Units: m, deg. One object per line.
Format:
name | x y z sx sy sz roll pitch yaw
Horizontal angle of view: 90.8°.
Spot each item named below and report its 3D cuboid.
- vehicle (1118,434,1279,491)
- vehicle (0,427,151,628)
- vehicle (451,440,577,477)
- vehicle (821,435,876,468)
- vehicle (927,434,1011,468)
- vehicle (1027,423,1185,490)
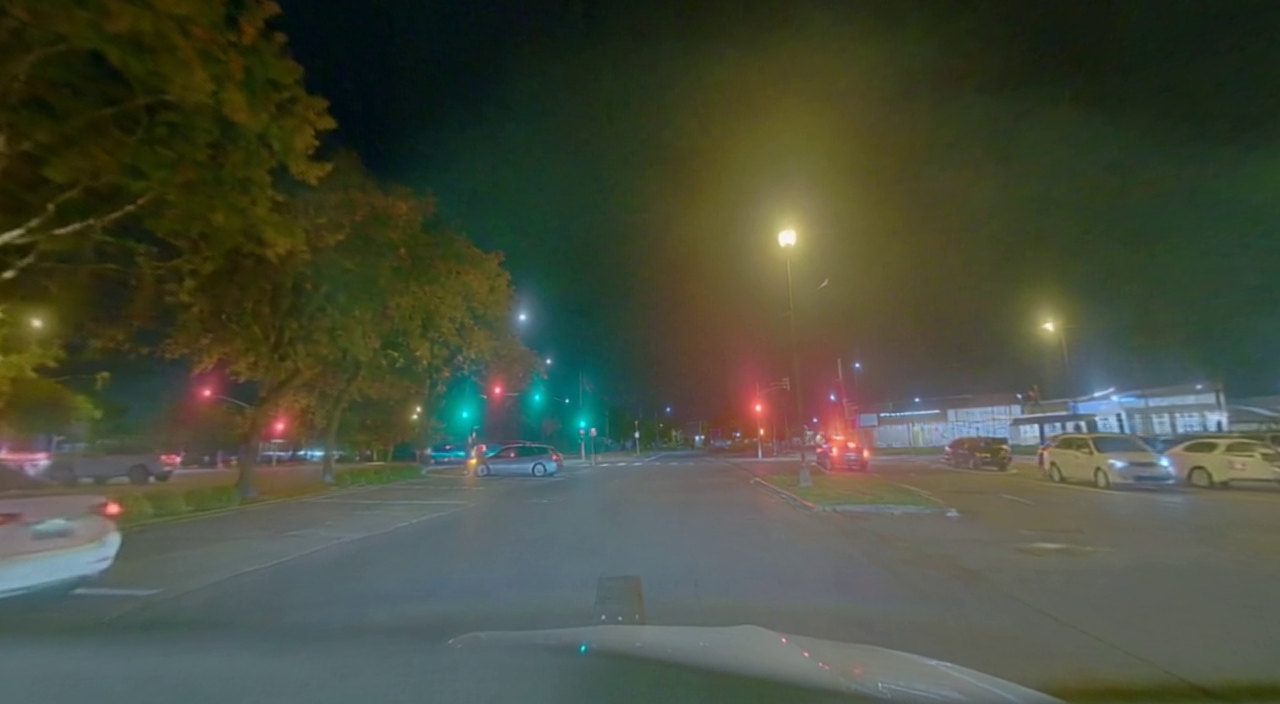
vehicle | 15.506 3.035 17.661 1.936 1.391 3.874 -2 -9 14
vehicle | -6.950 1.378 5.174 4.376 1.476 1.791 0 -8 1
vehicle | -5.304 4.517 26.922 4.792 1.468 2.116 -2 -9 12
vehicle | 10.350 4.930 31.684 2.061 1.519 4.794 -2 -8 12
vehicle | 15.451 4.673 29.949 1.951 1.491 4.359 -1 -8 5
vehicle | 13.108 2.964 18.190 1.921 1.657 4.400 -2 -9 12
